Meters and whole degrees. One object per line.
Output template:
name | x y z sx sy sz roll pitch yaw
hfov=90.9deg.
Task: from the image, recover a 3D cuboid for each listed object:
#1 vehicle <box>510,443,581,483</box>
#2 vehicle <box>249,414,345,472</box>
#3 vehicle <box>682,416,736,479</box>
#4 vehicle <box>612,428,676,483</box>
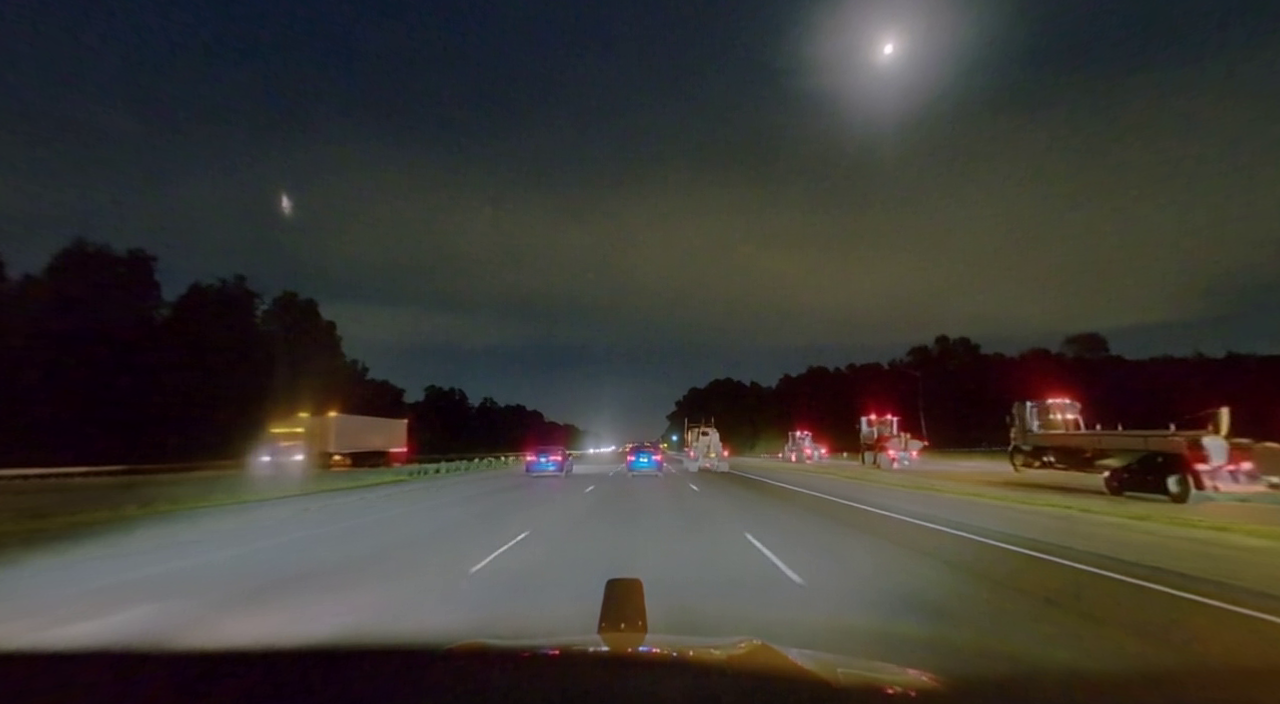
vehicle | -3.740 4.452 25.732 2.096 1.469 4.319 0 -8 2
vehicle | -24.805 6.649 46.041 2.939 3.843 6.931 0 -8 0
vehicle | 4.550 6.561 43.621 2.793 3.828 9.580 0 -8 1
vehicle | 0.165 4.094 25.206 2.308 1.993 4.631 0 -8 1
